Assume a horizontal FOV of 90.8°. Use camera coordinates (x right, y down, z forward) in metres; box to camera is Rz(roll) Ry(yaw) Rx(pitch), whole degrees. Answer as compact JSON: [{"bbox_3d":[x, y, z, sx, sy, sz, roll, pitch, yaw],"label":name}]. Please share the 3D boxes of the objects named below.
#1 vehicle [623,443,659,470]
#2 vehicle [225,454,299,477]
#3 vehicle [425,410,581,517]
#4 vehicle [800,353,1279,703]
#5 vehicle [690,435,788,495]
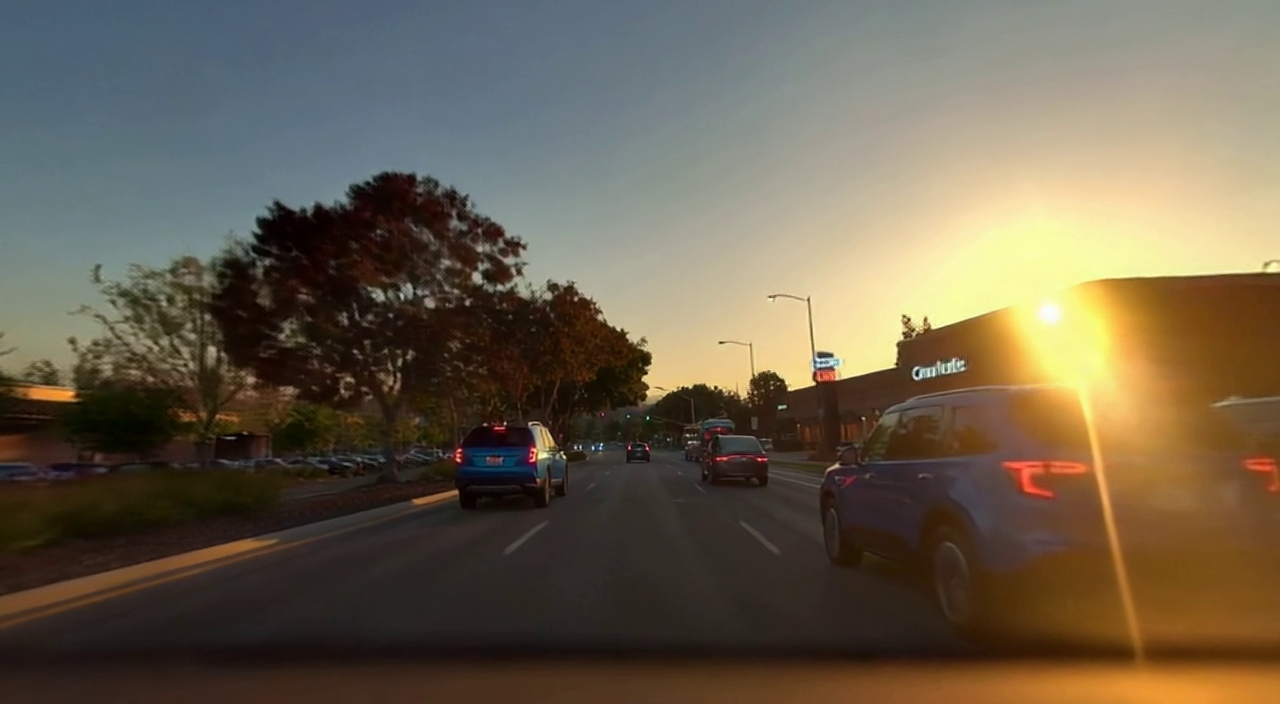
[{"bbox_3d":[0.043,6.152,37.375,2.008,1.464,4.052,0,-9,-1],"label":"vehicle"},{"bbox_3d":[-28.735,8.639,48.094,4.441,1.625,1.916,-1,-9,3],"label":"vehicle"},{"bbox_3d":[-2.890,2.547,14.897,2.368,2.037,5.319,0,-9,1],"label":"vehicle"},{"bbox_3d":[2.856,1.182,4.873,2.018,1.719,4.369,0,-9,-1],"label":"vehicle"},{"bbox_3d":[2.845,3.406,19.407,2.174,1.596,4.779,0,-9,-1],"label":"vehicle"}]
